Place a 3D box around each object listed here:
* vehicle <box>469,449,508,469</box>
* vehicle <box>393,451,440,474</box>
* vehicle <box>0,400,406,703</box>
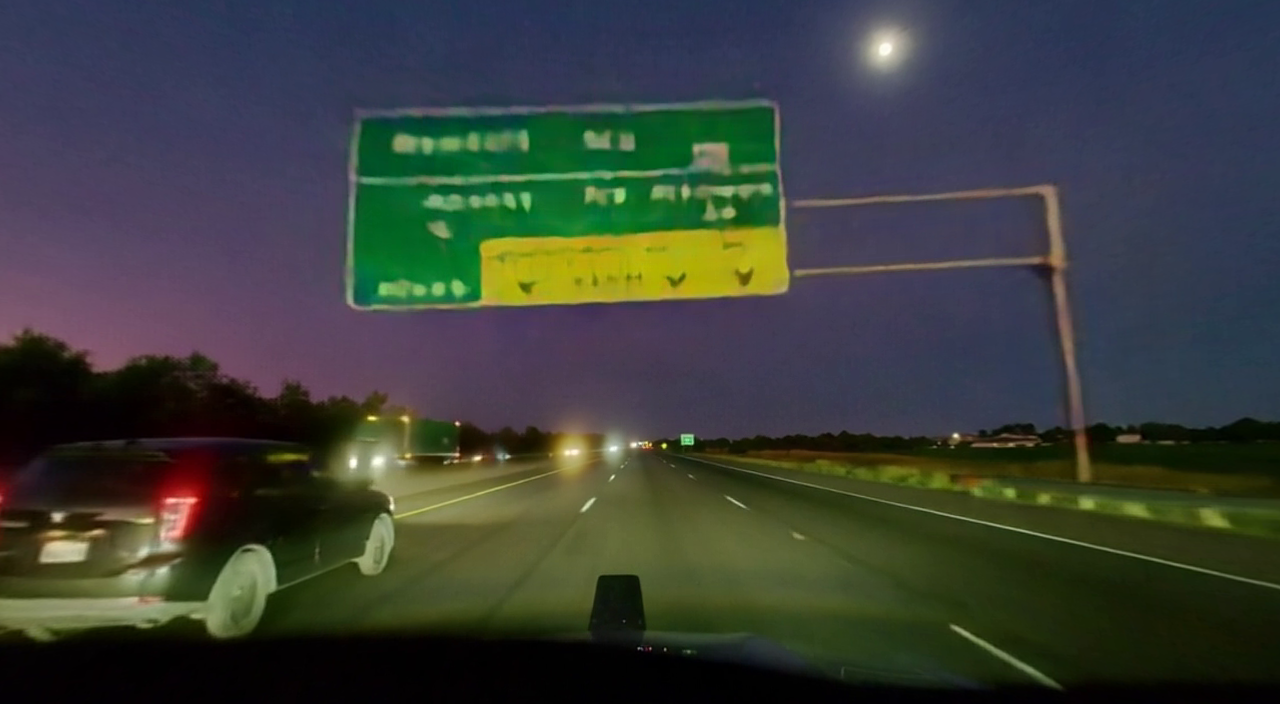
[{"bbox_3d":[-11.166,7.908,46.748,1.921,1.444,3.819,0,-9,0],"label":"vehicle"},{"bbox_3d":[-14.851,7.354,42.069,1.738,1.406,3.621,0,-9,1],"label":"vehicle"},{"bbox_3d":[-3.514,1.282,4.887,1.815,1.500,4.036,0,-9,0],"label":"vehicle"}]
